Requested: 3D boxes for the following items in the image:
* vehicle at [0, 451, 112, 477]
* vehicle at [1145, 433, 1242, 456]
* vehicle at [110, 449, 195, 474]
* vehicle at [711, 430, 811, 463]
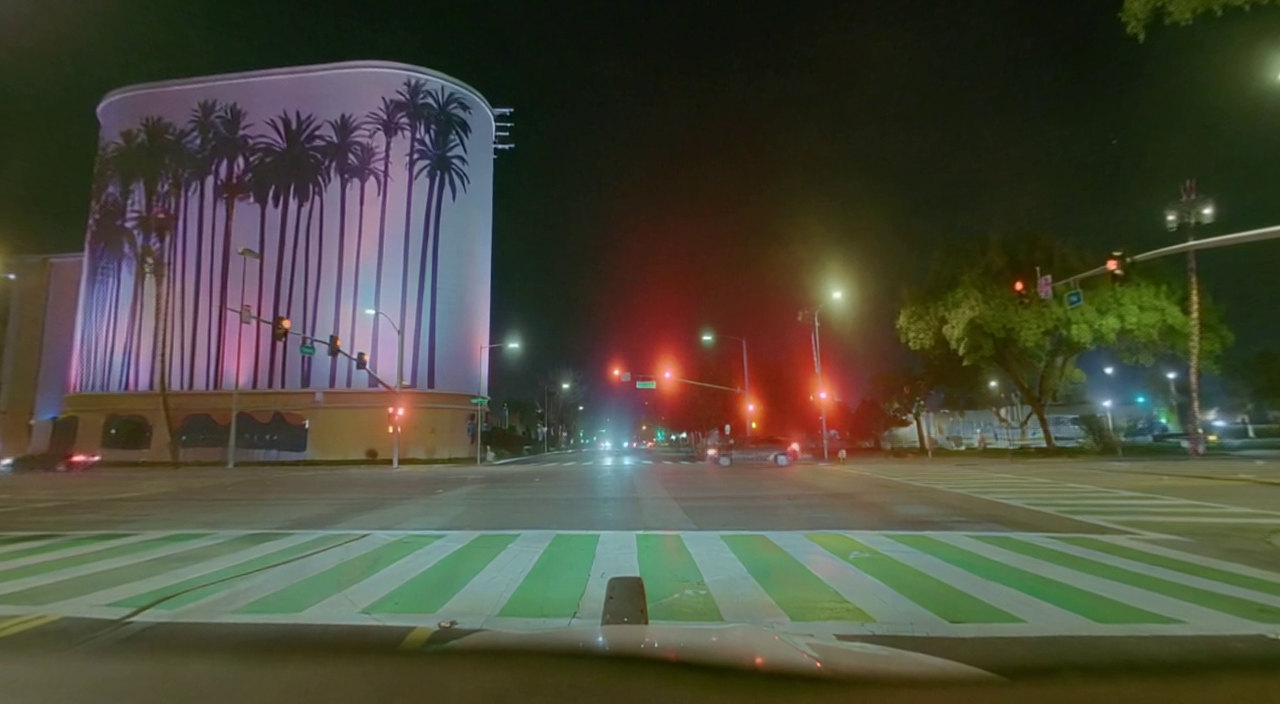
[{"bbox_3d":[-33.956,6.470,36.564,4.893,1.458,1.791,0,-8,-3],"label":"vehicle"},{"bbox_3d":[36.132,6.028,41.212,4.606,1.449,1.687,0,-8,2],"label":"vehicle"},{"bbox_3d":[-33.037,7.412,42.780,4.136,1.661,1.857,0,-8,1],"label":"vehicle"},{"bbox_3d":[7.051,5.567,37.227,5.477,1.880,2.125,0,-8,1],"label":"vehicle"}]
